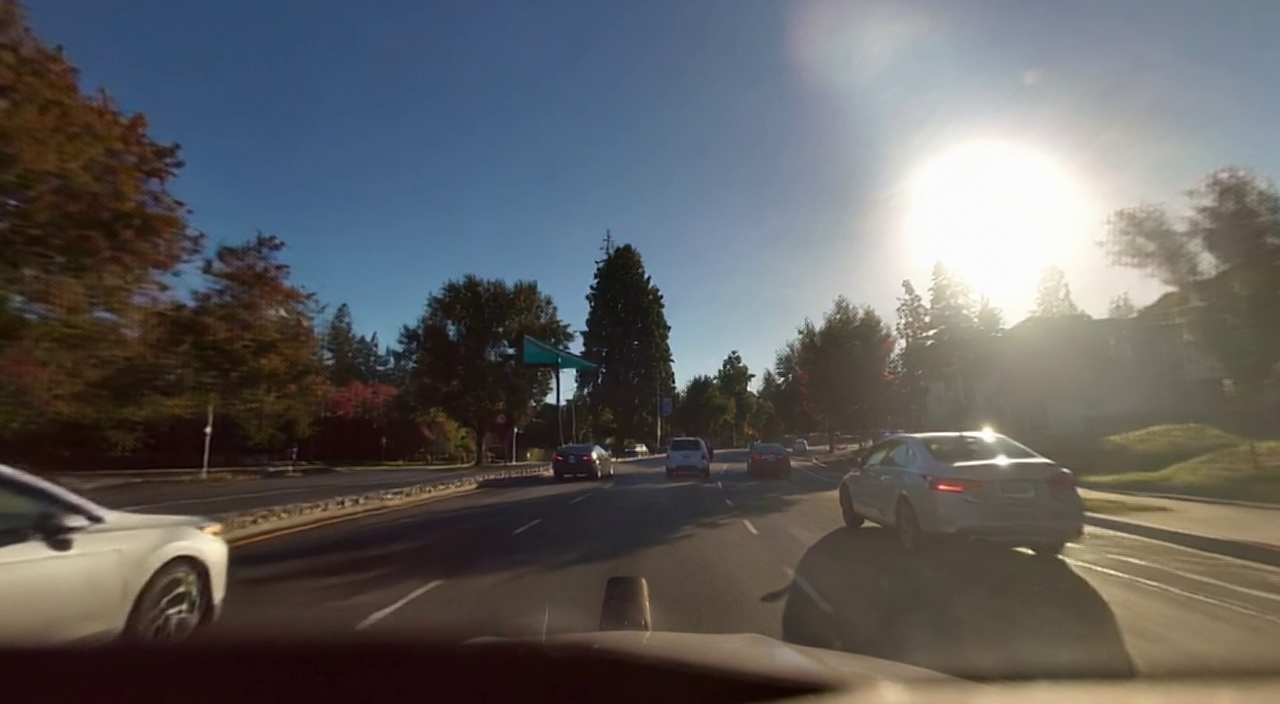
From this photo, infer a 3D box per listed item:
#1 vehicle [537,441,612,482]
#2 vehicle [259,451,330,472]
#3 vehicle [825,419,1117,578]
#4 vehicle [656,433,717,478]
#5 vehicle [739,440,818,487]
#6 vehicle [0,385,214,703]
[{"bbox_3d":[-2.470,4.291,25.037,2.006,1.464,4.586,-1,-9,7],"label":"vehicle"},{"bbox_3d":[-25.760,8.150,47.002,4.565,1.478,1.989,-3,-9,18],"label":"vehicle"},{"bbox_3d":[3.767,1.705,7.980,1.859,1.540,3.454,-1,-9,2],"label":"vehicle"},{"bbox_3d":[2.111,4.475,27.384,2.250,1.768,4.574,-2,-9,9],"label":"vehicle"},{"bbox_3d":[4.720,3.854,22.148,2.117,1.472,4.158,-1,-9,4],"label":"vehicle"},{"bbox_3d":[-3.641,0.698,1.312,2.169,1.468,4.716,0,-9,1],"label":"vehicle"}]
